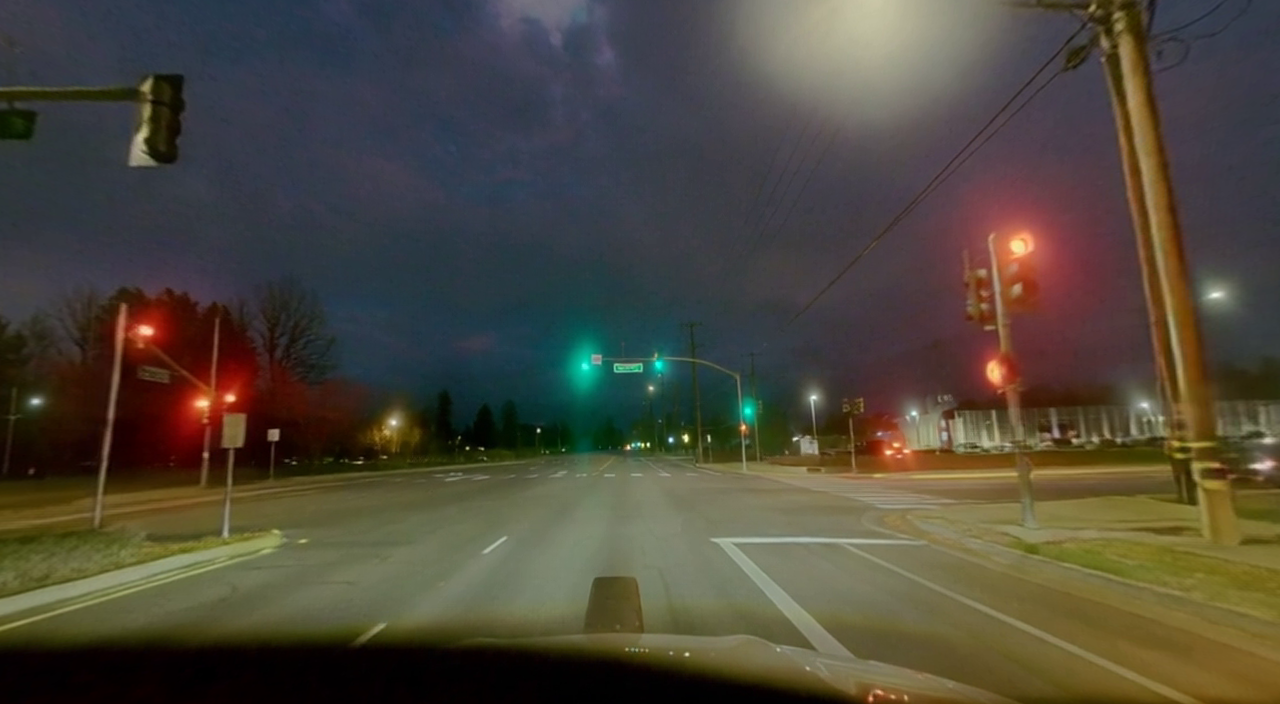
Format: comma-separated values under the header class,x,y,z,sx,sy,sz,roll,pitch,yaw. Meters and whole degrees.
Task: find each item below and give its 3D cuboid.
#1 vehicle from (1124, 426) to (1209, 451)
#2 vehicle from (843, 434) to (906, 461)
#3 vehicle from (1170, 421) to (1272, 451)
class,x,y,z,sx,sy,sz,roll,pitch,yaw
vehicle,34.142,5.677,41.092,1.832,1.521,4.266,0,-9,0
vehicle,14.996,6.156,40.722,1.959,1.471,4.570,-4,-9,-4
vehicle,37.135,5.448,40.553,1.916,1.619,4.524,-4,-9,-4
